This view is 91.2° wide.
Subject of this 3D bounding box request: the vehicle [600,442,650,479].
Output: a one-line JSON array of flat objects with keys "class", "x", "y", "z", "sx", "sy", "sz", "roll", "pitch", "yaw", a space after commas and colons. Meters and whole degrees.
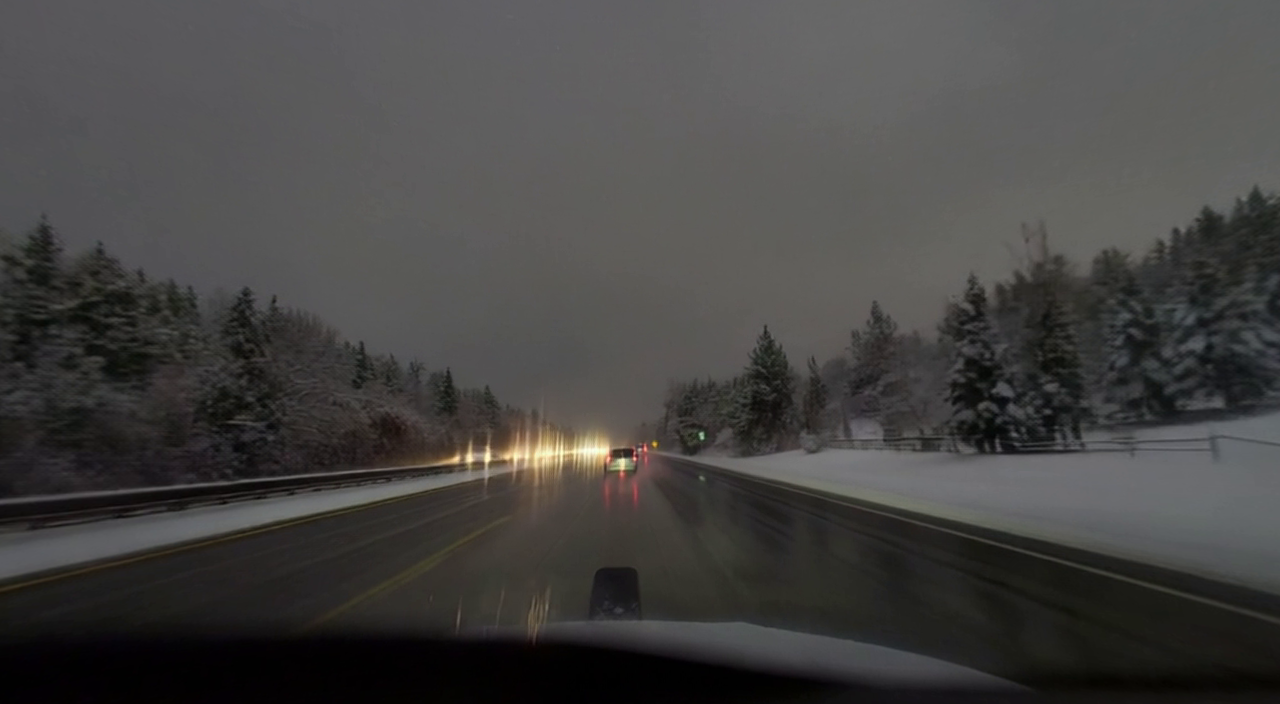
[{"class": "vehicle", "x": -0.642, "y": 4.846, "z": 28.187, "sx": 2.095, "sy": 1.537, "sz": 4.017, "roll": 0, "pitch": -9, "yaw": -1}]
